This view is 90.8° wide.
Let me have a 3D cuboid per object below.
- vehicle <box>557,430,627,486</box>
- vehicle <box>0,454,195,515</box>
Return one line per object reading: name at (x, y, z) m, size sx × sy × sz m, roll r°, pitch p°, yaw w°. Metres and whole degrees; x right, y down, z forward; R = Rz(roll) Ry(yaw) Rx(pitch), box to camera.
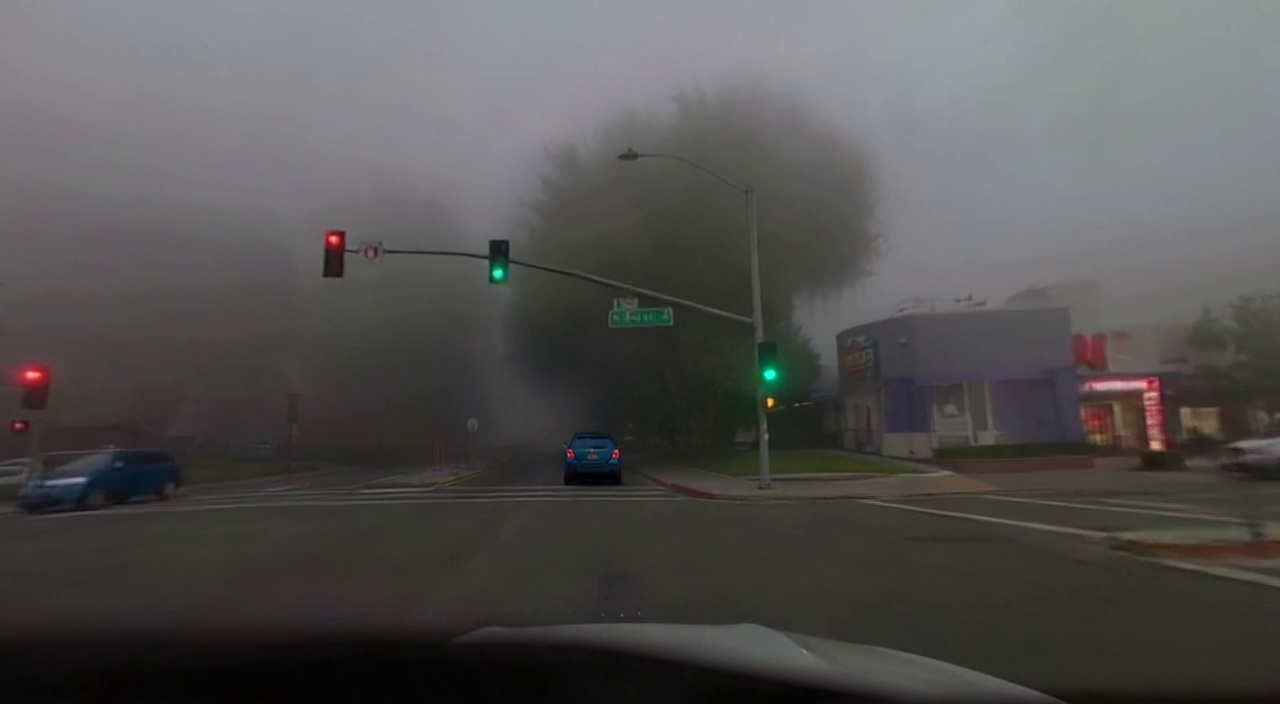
vehicle at (-1.650, 3.654, 22.085) m, size 2.227 × 1.733 × 3.930 m, roll 0°, pitch -8°, yaw -4°
vehicle at (-16.149, 3.834, 18.882) m, size 1.873 × 1.483 × 4.657 m, roll -1°, pitch -8°, yaw 7°
